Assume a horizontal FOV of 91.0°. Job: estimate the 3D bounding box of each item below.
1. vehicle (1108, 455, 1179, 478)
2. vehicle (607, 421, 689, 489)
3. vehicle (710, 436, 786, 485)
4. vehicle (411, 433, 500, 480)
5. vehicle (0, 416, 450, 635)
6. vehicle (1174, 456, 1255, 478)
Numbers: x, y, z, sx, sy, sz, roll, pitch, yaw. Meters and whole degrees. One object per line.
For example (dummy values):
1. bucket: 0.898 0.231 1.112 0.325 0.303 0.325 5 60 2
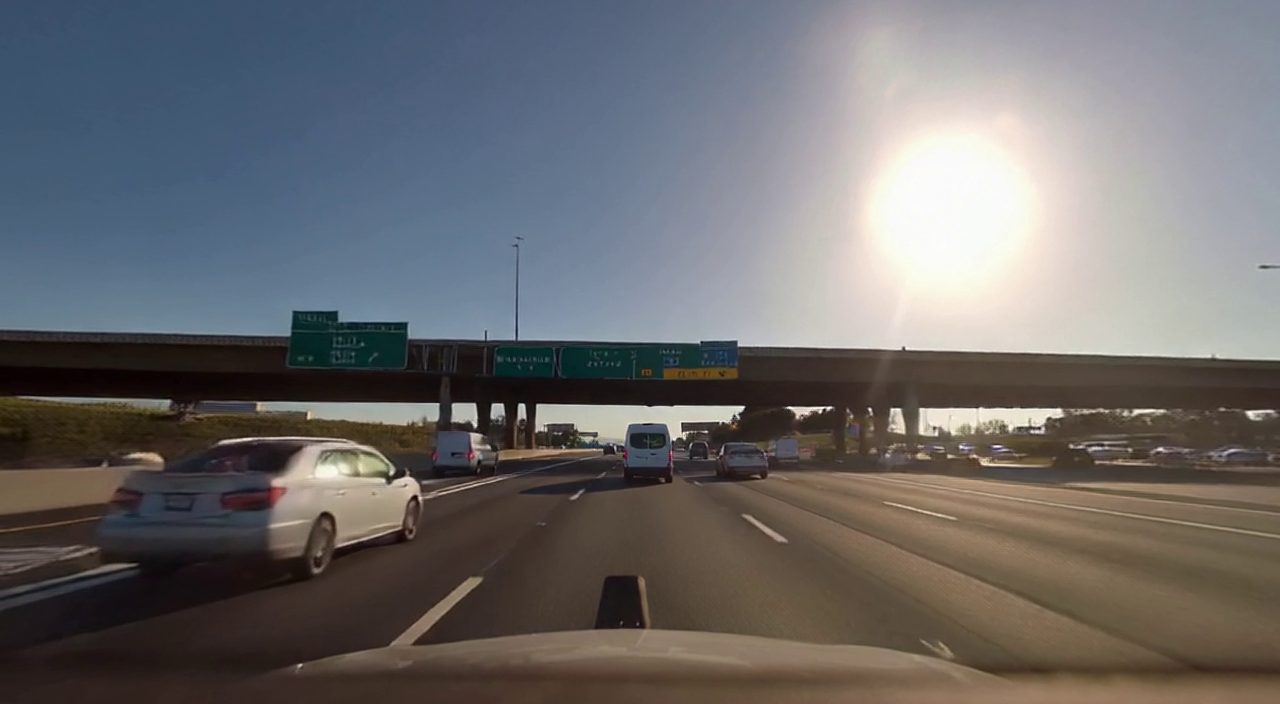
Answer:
1. vehicle: 37.325 8.502 46.757 3.527 1.437 1.839 -4 -8 8
2. vehicle: 0.229 3.517 21.780 2.509 2.062 4.639 0 -8 0
3. vehicle: 4.022 4.124 24.303 2.146 1.678 4.489 0 -8 0
4. vehicle: -7.613 4.369 26.640 2.192 1.776 4.957 0 -8 1
5. vehicle: -3.965 1.595 6.960 2.173 1.542 4.781 0 -8 1
6. vehicle: 42.298 8.471 46.435 4.039 1.466 1.715 -2 -8 6
